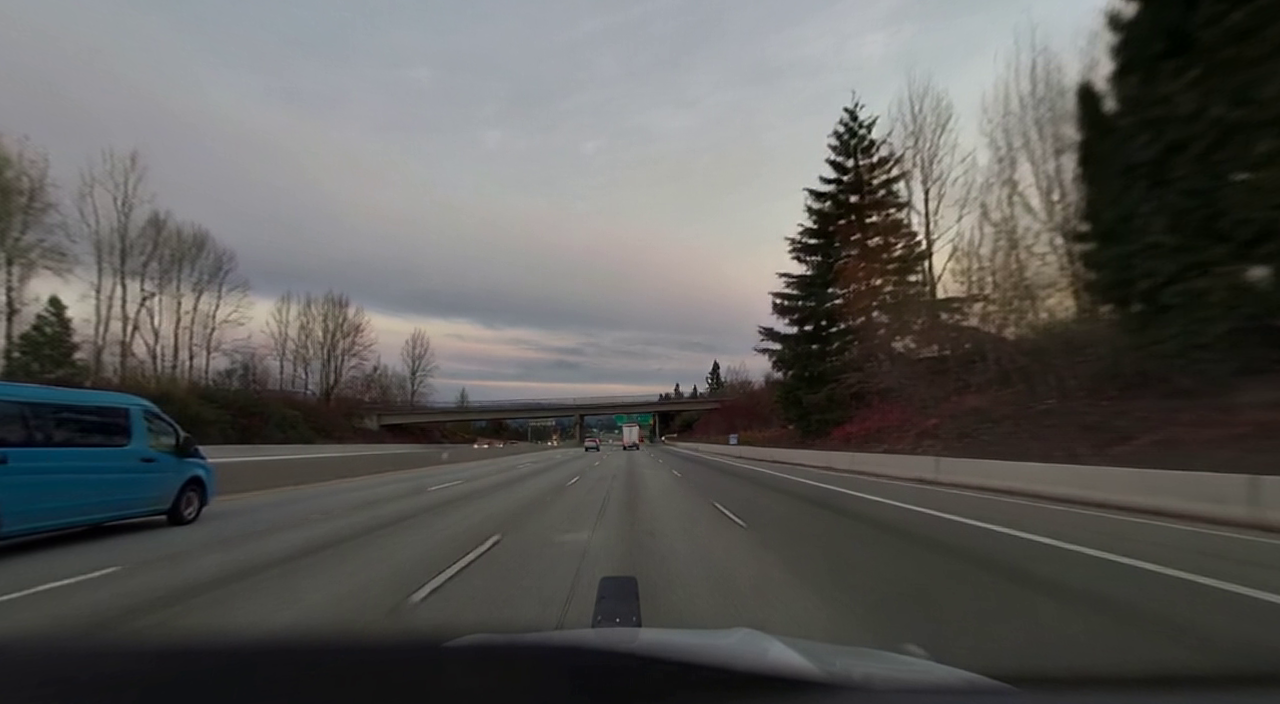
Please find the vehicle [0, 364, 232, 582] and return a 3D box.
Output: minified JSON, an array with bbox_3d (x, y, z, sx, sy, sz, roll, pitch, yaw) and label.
[{"bbox_3d":[-7.020,1.212,6.472,2.150,1.996,5.341,0,-8,-2],"label":"vehicle"}]
